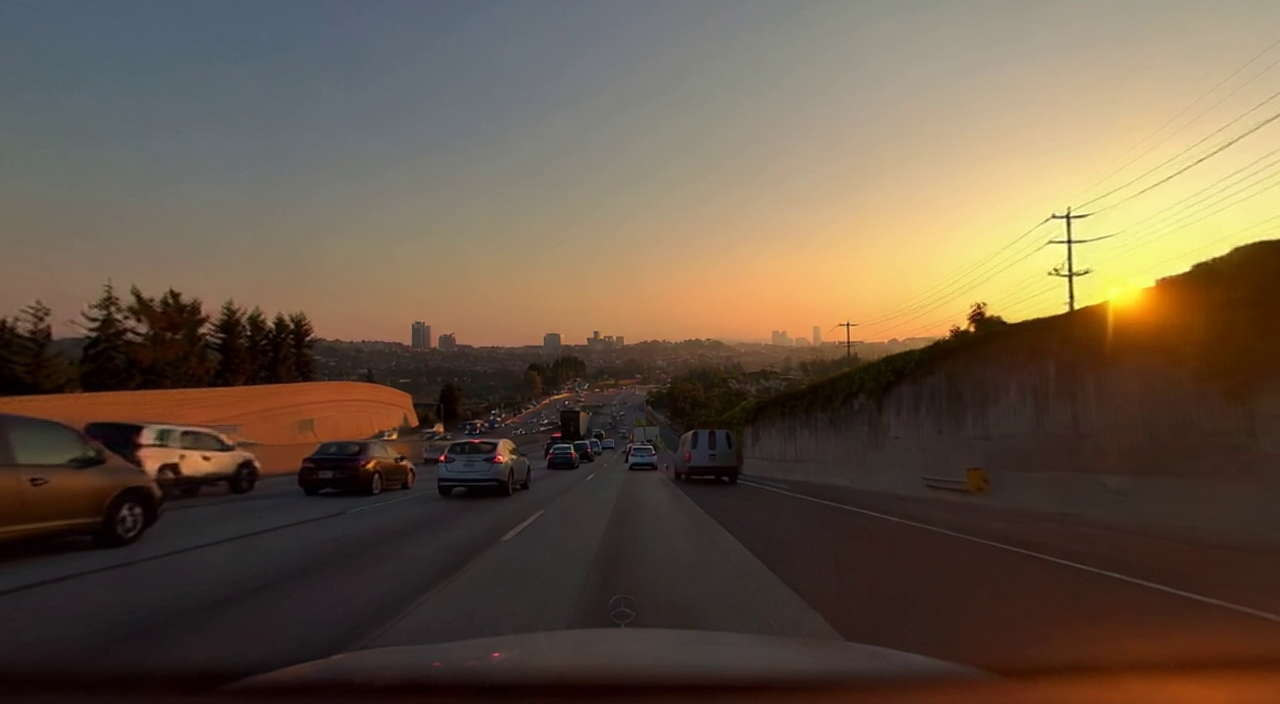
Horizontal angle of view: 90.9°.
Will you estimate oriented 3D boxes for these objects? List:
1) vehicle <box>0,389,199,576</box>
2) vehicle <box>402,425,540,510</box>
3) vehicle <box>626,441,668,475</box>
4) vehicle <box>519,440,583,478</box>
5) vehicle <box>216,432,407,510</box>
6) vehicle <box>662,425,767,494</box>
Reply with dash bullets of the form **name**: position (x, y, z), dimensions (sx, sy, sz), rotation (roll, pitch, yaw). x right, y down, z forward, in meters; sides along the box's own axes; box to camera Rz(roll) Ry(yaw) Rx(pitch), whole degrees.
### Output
- **vehicle**: position (-7.407, 1.337, 6.558), dimensions (2.222, 1.825, 4.640), rotation (0, -8, 1)
- **vehicle**: position (-3.800, 2.692, 15.151), dimensions (2.026, 1.719, 4.490), rotation (0, -8, 1)
- **vehicle**: position (0.337, 5.544, 33.258), dimensions (2.092, 1.671, 3.889), rotation (0, -8, -1)
- **vehicle**: position (-3.798, 4.658, 27.822), dimensions (2.049, 1.530, 4.707), rotation (0, -8, 1)
- **vehicle**: position (-7.391, 2.704, 14.893), dimensions (1.985, 1.529, 4.710), rotation (0, -8, 0)
- **vehicle**: position (2.417, 3.748, 22.485), dimensions (2.793, 2.132, 5.682), rotation (0, -8, -3)
